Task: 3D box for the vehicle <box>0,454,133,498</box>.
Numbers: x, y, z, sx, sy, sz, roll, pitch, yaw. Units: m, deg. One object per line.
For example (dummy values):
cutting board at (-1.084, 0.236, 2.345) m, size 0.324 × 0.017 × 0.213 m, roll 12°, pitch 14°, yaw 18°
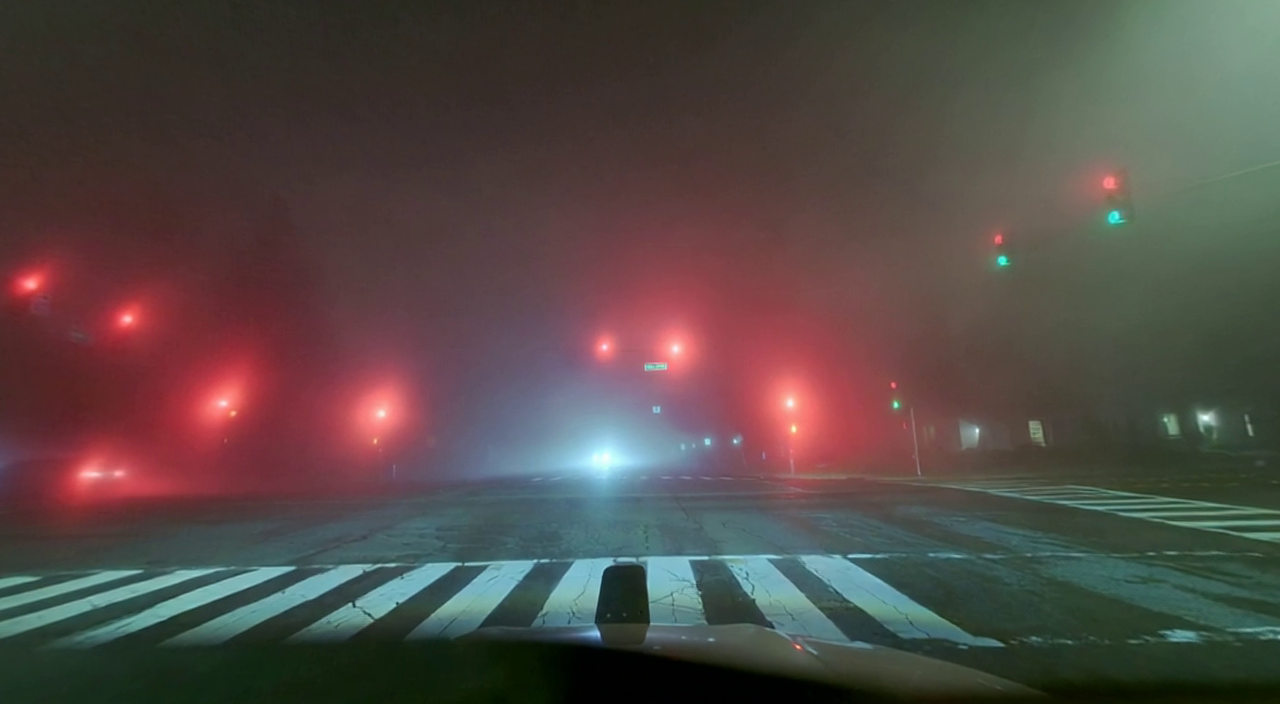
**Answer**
vehicle at (-21.377, 4.433, 22.745) m, size 4.562 × 1.460 × 1.822 m, roll 0°, pitch -8°, yaw 0°
